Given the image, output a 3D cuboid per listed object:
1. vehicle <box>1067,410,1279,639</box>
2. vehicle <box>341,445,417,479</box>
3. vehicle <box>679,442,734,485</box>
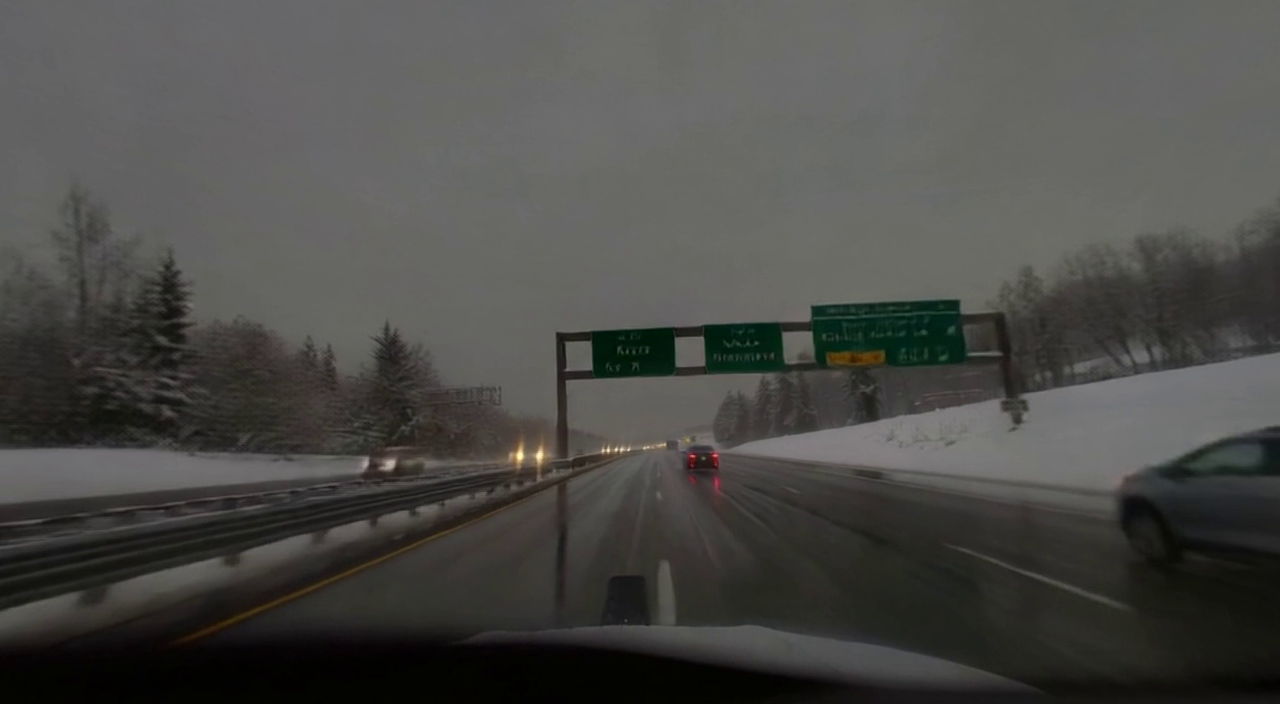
[{"bbox_3d":[5.292,1.184,4.329,1.770,1.566,4.282,0,-8,2],"label":"vehicle"},{"bbox_3d":[-13.610,5.731,33.086,1.960,1.608,4.315,-1,-8,3],"label":"vehicle"},{"bbox_3d":[2.325,3.969,22.764,1.683,1.400,3.868,-1,-8,2],"label":"vehicle"}]
